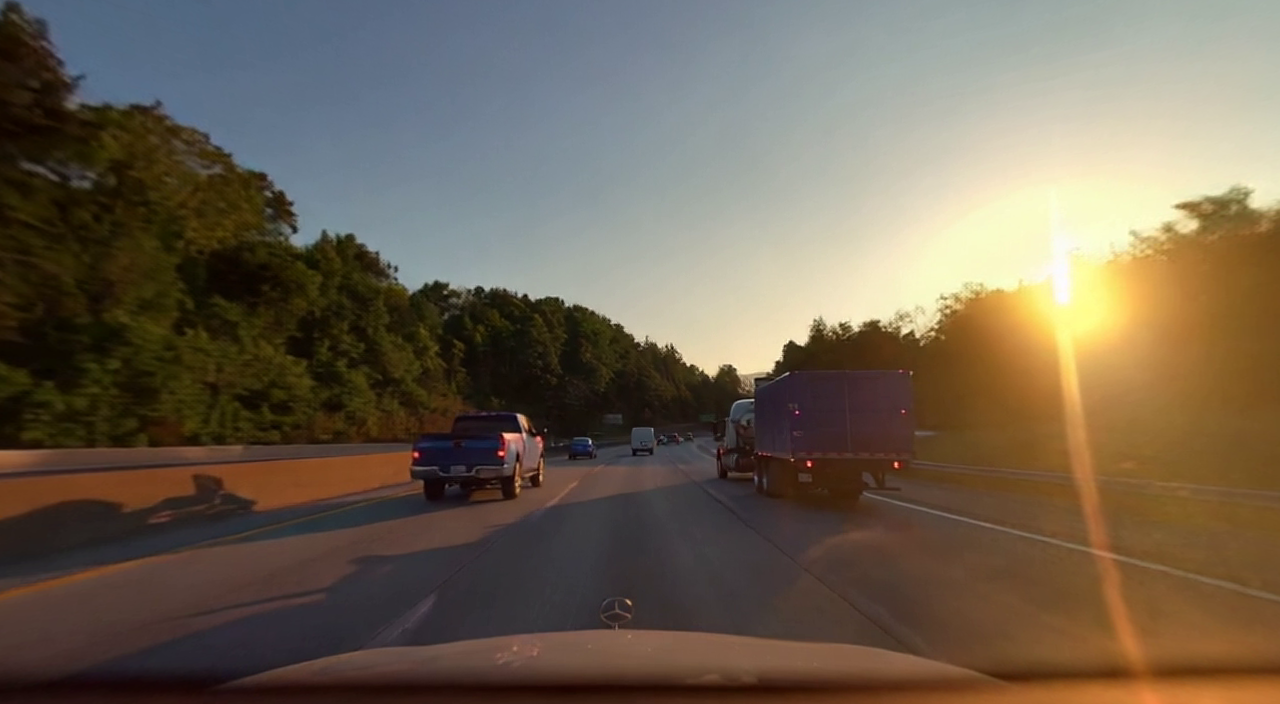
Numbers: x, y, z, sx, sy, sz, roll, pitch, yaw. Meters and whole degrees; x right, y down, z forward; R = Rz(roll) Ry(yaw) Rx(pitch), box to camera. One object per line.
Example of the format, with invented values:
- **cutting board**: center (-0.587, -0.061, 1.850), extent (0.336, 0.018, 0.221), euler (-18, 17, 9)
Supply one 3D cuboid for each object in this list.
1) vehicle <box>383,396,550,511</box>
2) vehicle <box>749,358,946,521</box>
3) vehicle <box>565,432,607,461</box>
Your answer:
- **vehicle**: center (-3.355, 2.080, 13.362), extent (2.204, 1.991, 4.720), euler (0, -8, -1)
- **vehicle**: center (3.630, 1.647, 12.041), extent (2.256, 2.568, 4.049), euler (0, -8, -1)
- **vehicle**: center (-3.048, 5.423, 36.413), extent (2.008, 1.588, 4.147), euler (0, -8, 1)
